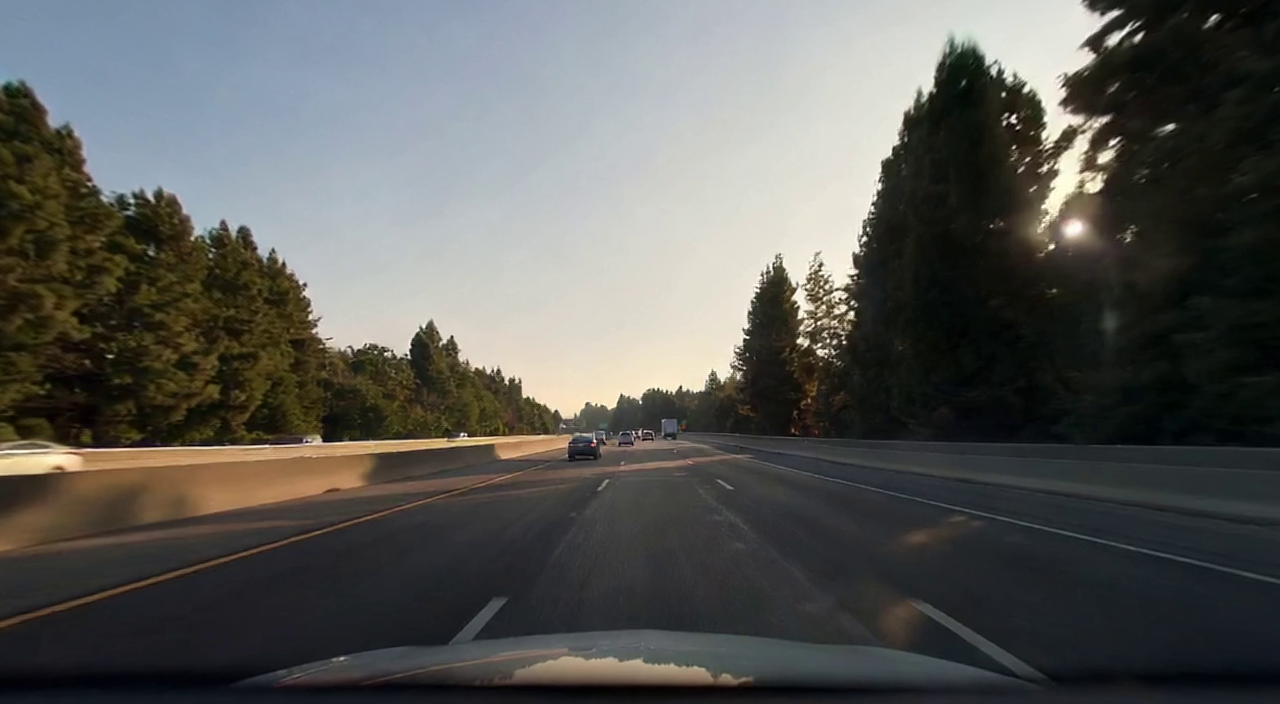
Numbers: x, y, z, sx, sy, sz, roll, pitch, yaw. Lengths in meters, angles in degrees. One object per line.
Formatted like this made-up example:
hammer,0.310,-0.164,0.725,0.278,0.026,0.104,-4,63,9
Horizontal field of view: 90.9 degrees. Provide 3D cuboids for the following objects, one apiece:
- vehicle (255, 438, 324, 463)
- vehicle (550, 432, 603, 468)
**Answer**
vehicle,-24.598,6.936,44.500,2.062,1.675,4.723,-1,-9,1
vehicle,-2.922,4.624,29.780,2.025,1.571,3.662,0,-9,1
